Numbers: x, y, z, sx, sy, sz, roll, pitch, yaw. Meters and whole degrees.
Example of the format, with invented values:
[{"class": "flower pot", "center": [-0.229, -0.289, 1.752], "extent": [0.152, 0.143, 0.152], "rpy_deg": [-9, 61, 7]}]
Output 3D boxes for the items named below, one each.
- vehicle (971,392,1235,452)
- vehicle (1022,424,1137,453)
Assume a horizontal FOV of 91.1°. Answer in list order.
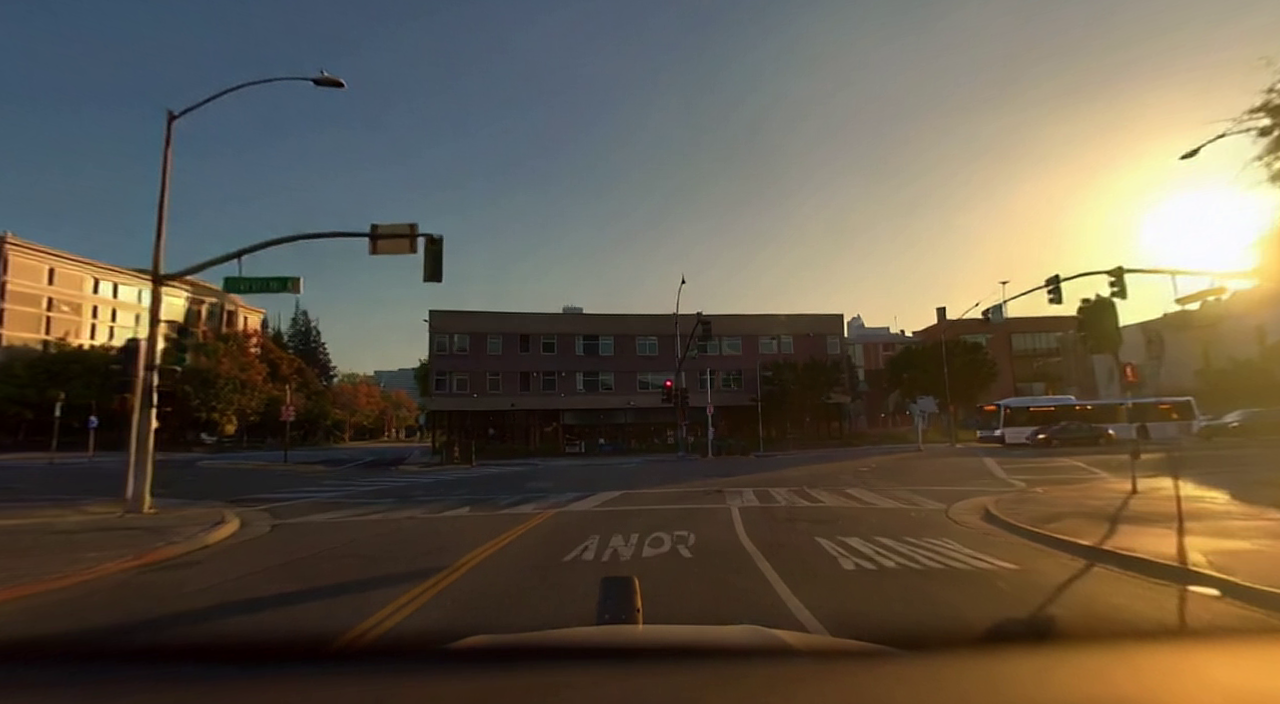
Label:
[{"class": "vehicle", "center": [26.505, 4.099, 36.421], "extent": [12.822, 3.296, 3.033], "rpy_deg": [0, -9, -1]}, {"class": "vehicle", "center": [22.626, 4.492, 32.436], "extent": [4.538, 1.461, 1.805], "rpy_deg": [0, -9, 0]}]
